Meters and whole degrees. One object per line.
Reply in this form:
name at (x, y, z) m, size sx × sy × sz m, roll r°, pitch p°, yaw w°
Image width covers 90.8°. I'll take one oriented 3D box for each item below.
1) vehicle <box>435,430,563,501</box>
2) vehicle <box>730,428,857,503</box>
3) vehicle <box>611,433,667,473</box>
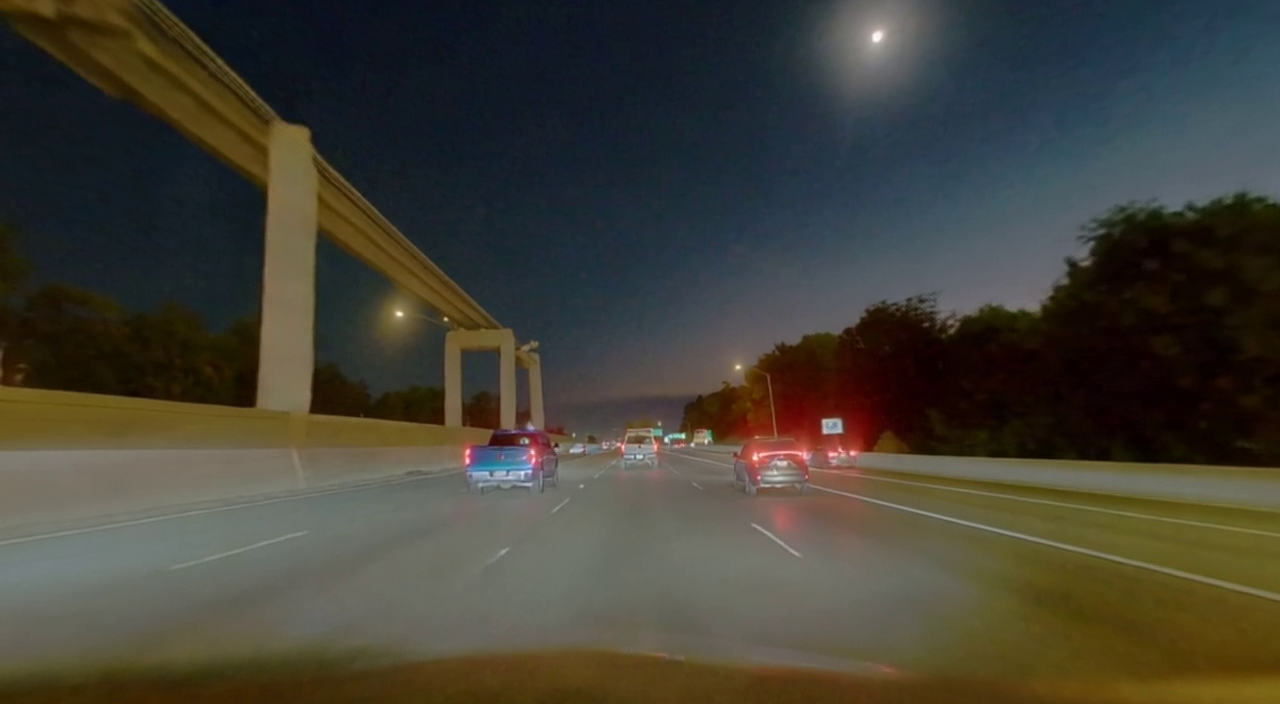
vehicle at (-3.767, 3.164, 18.026) m, size 2.535 × 1.715 × 5.030 m, roll 0°, pitch -9°, yaw -1°
vehicle at (3.722, 2.844, 16.174) m, size 2.119 × 1.653 × 4.000 m, roll 0°, pitch -9°, yaw -2°
vehicle at (-0.054, 5.135, 32.239) m, size 2.572 × 1.837 × 5.693 m, roll 0°, pitch -9°, yaw 0°
